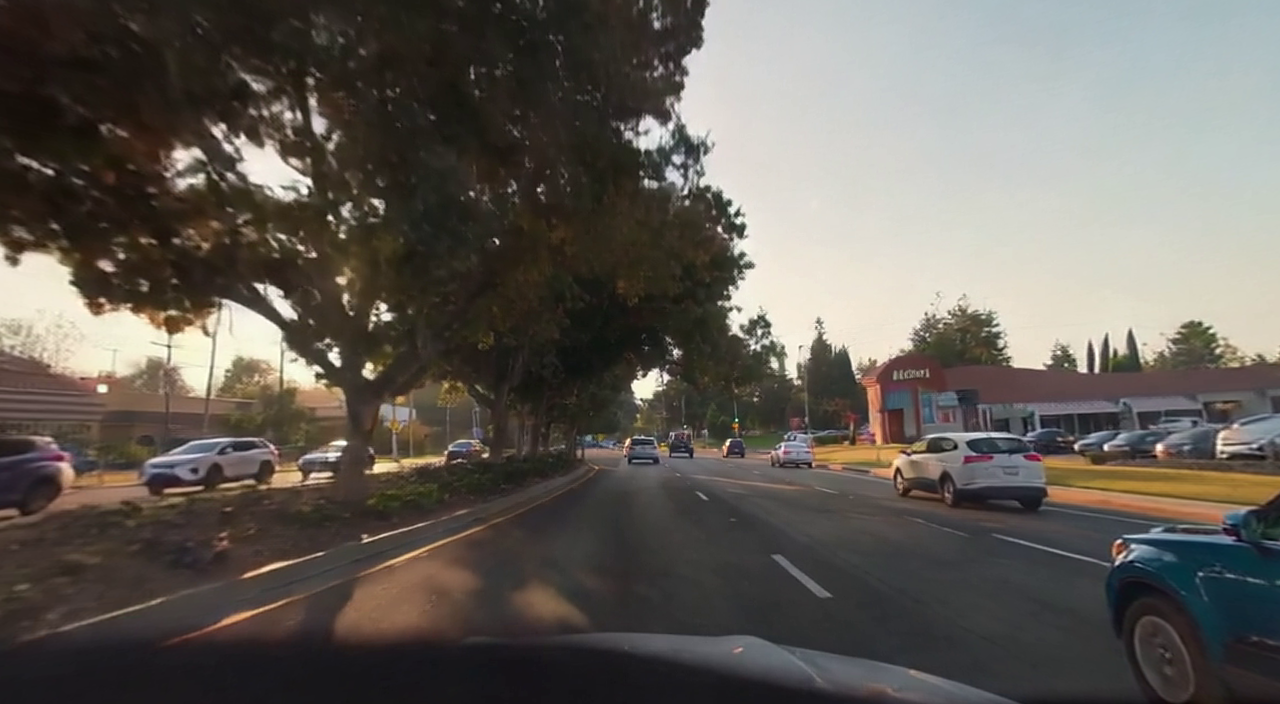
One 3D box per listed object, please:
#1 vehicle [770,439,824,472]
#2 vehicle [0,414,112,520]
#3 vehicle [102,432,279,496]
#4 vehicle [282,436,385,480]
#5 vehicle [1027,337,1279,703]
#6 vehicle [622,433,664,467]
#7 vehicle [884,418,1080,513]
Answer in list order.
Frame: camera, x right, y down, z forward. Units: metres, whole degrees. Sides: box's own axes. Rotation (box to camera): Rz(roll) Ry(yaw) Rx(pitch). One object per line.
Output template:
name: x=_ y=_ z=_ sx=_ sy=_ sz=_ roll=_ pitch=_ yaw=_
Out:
vehicle: x=7.768 y=5.171 z=31.652 sx=1.879 sy=1.517 sz=4.006 roll=0 pitch=-8 yaw=3
vehicle: x=-13.903 y=2.130 z=11.531 sx=2.762 sy=2.050 sz=6.588 roll=0 pitch=-8 yaw=1
vehicle: x=-14.314 y=3.582 z=20.605 sx=2.242 sy=1.836 sz=4.811 roll=0 pitch=-8 yaw=-1
vehicle: x=-13.993 y=4.836 z=29.252 sx=2.159 sy=1.836 sz=5.038 roll=0 pitch=-8 yaw=1
vehicle: x=3.526 y=0.711 z=1.783 sx=2.076 sy=1.716 sz=4.416 roll=0 pitch=-8 yaw=1
vehicle: x=0.182 y=5.950 z=38.586 sx=2.402 sy=1.938 sz=4.535 roll=0 pitch=-8 yaw=0
vehicle: x=7.380 y=2.489 z=14.277 sx=1.977 sy=1.786 sz=4.344 roll=0 pitch=-8 yaw=0
